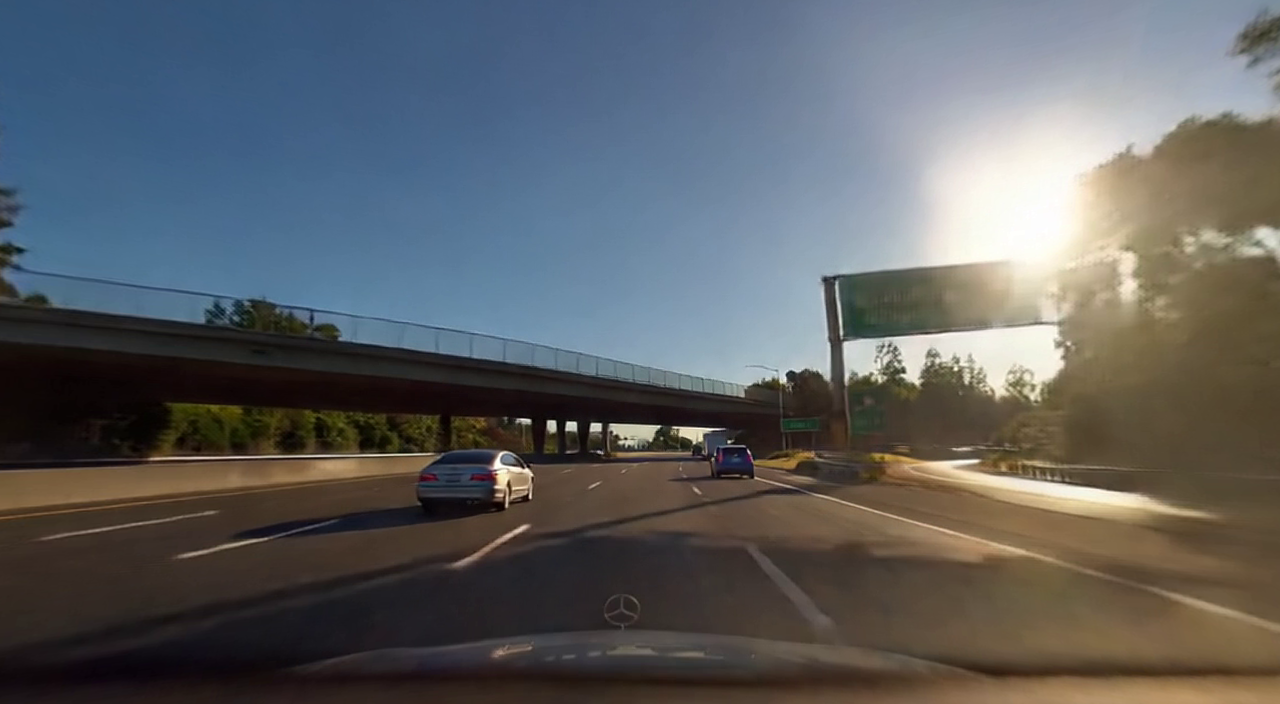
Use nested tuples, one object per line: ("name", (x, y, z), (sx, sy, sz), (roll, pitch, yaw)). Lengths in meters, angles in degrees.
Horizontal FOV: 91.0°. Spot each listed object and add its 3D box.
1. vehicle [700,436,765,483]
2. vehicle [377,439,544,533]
("vehicle", (3.944, 4.678, 27.602), (2.225, 1.833, 4.340), (0, -9, 1))
("vehicle", (-3.242, 2.509, 12.432), (1.937, 1.490, 4.372), (0, -9, 1))
